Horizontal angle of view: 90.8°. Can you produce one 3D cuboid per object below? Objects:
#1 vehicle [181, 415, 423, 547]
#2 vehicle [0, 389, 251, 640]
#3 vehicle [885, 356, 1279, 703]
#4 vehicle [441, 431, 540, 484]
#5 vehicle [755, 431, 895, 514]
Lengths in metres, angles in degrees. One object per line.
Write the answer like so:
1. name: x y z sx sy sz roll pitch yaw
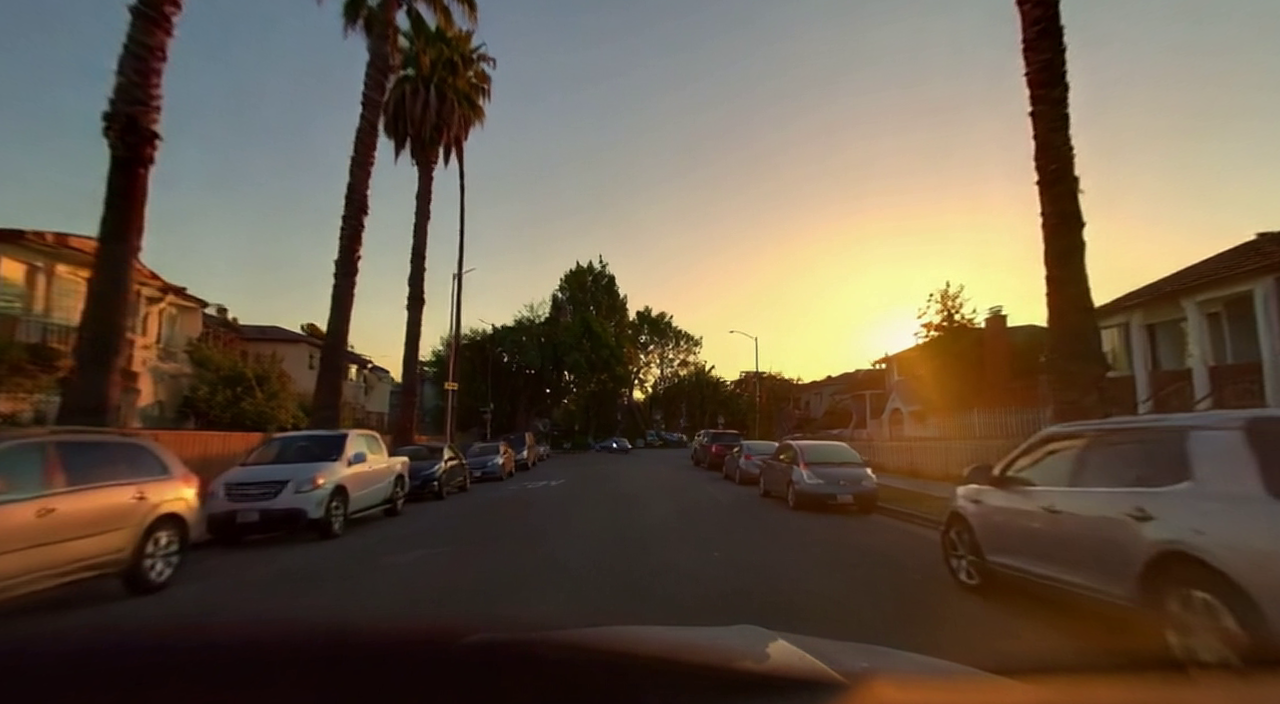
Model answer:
1. vehicle: -5.686 2.193 11.553 1.963 1.859 4.884 0 -8 -4
2. vehicle: -5.660 1.308 5.420 1.947 1.803 4.381 0 -8 -2
3. vehicle: 3.847 1.196 4.617 2.116 1.817 4.652 0 -8 -1
4. vehicle: -5.640 4.062 24.808 2.316 1.808 5.876 0 -8 1
5. vehicle: 4.094 2.721 14.792 1.998 1.649 4.175 0 -8 0
